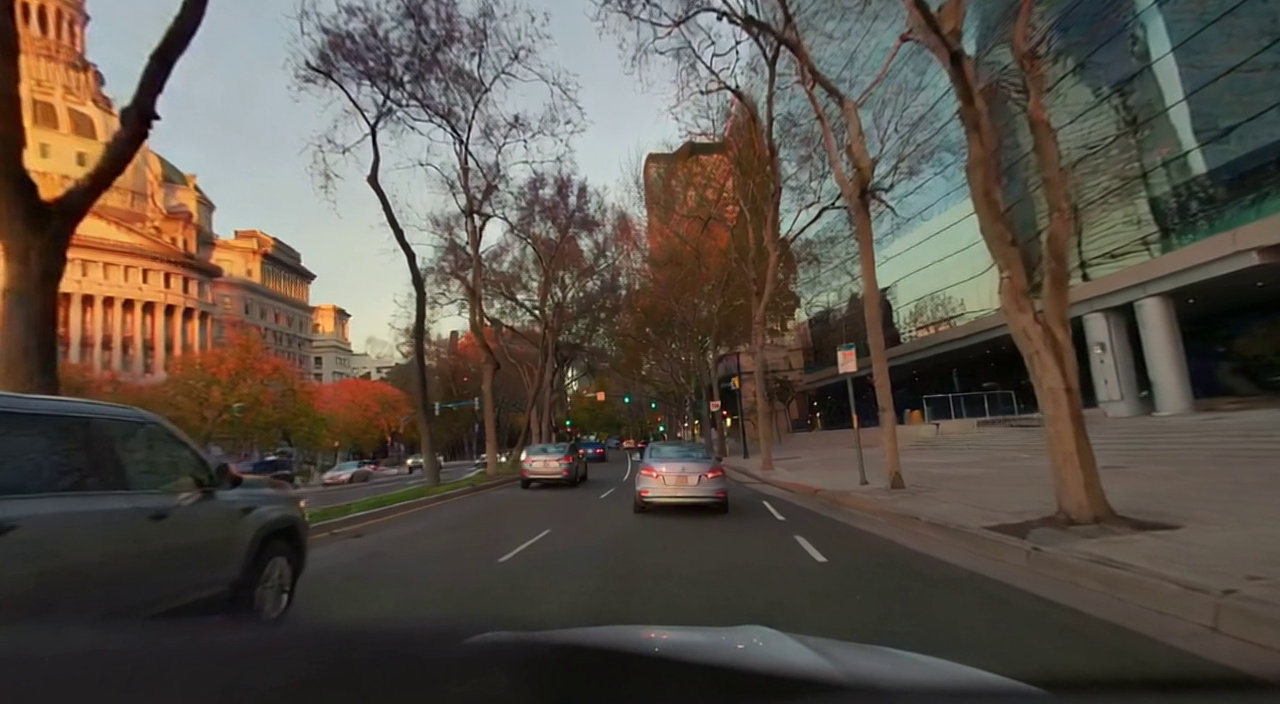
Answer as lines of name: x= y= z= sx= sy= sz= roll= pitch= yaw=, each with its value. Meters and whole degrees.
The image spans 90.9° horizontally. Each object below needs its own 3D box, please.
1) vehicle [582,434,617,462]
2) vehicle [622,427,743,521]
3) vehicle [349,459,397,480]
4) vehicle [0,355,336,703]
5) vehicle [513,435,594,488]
vehicle: x=-2.633 y=6.415 z=42.094 sx=1.969 sy=1.764 sz=4.160 roll=0 pitch=-8 yaw=1
vehicle: x=0.662 y=2.244 z=12.074 sx=1.933 sy=1.504 sz=3.802 roll=0 pitch=-8 yaw=0
vehicle: x=-20.961 y=9.223 z=49.679 sx=1.927 sy=1.519 sz=4.447 roll=0 pitch=-8 yaw=-1
vehicle: x=-3.275 y=0.931 z=2.919 sx=1.848 sy=1.641 sz=3.686 roll=0 pitch=-8 yaw=0
vehicle: x=-2.668 y=3.510 z=20.477 sx=1.961 sy=1.517 sz=4.202 roll=0 pitch=-8 yaw=1
